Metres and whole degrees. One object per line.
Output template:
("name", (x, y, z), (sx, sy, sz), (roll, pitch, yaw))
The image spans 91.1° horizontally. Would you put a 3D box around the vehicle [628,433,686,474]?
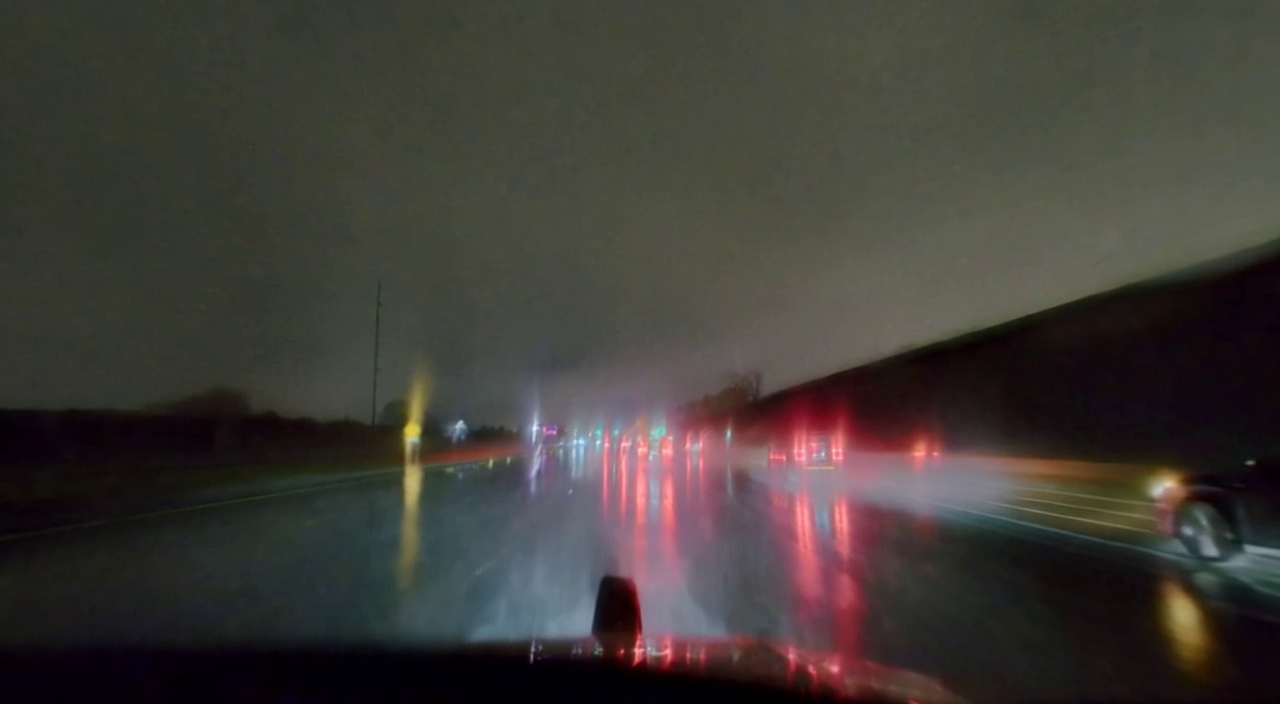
("vehicle", (0.585, 3.932, 24.615), (2.046, 1.467, 3.844), (0, -8, -2))
